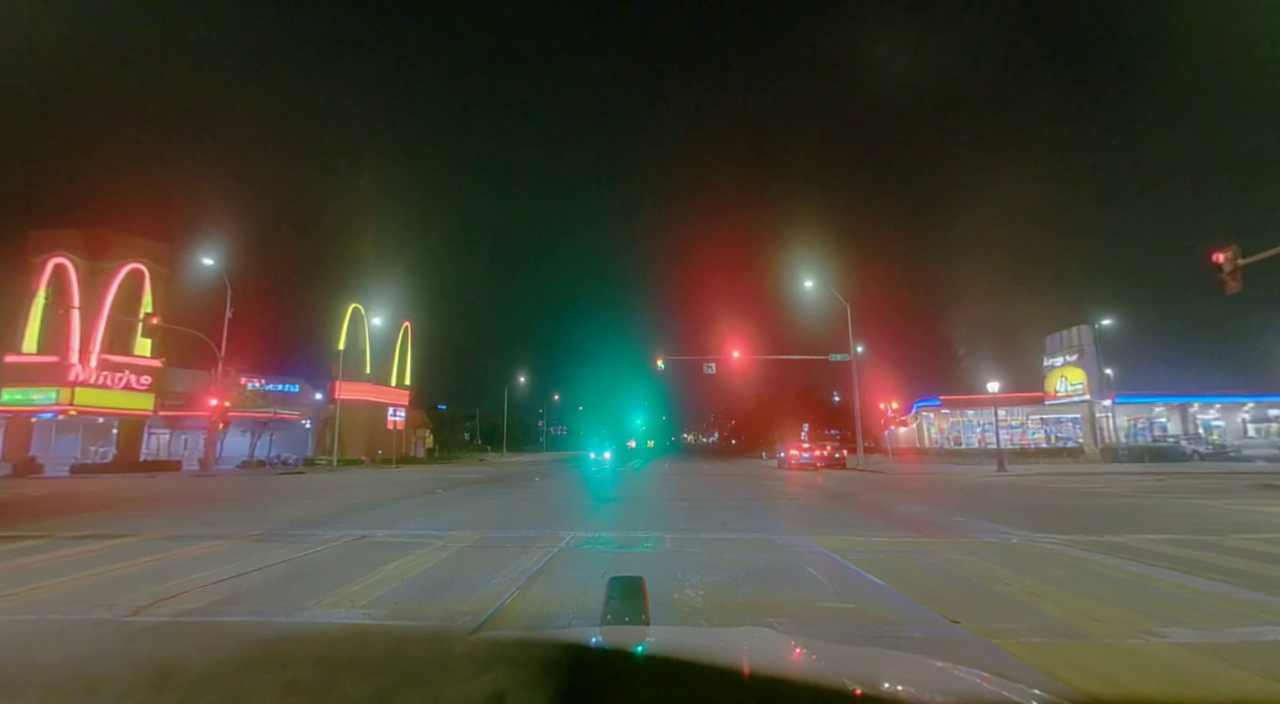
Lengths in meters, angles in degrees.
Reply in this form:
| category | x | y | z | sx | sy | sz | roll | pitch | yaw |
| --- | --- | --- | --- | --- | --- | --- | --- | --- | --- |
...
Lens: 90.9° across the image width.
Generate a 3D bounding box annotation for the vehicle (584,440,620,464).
| category | x | y | z | sx | sy | sz | roll | pitch | yaw |
| --- | --- | --- | --- | --- | --- | --- | --- | --- | --- |
| vehicle | -2.509 | 6.661 | 42.184 | 2.104 | 1.468 | 4.195 | 0 | -8 | 1 |
